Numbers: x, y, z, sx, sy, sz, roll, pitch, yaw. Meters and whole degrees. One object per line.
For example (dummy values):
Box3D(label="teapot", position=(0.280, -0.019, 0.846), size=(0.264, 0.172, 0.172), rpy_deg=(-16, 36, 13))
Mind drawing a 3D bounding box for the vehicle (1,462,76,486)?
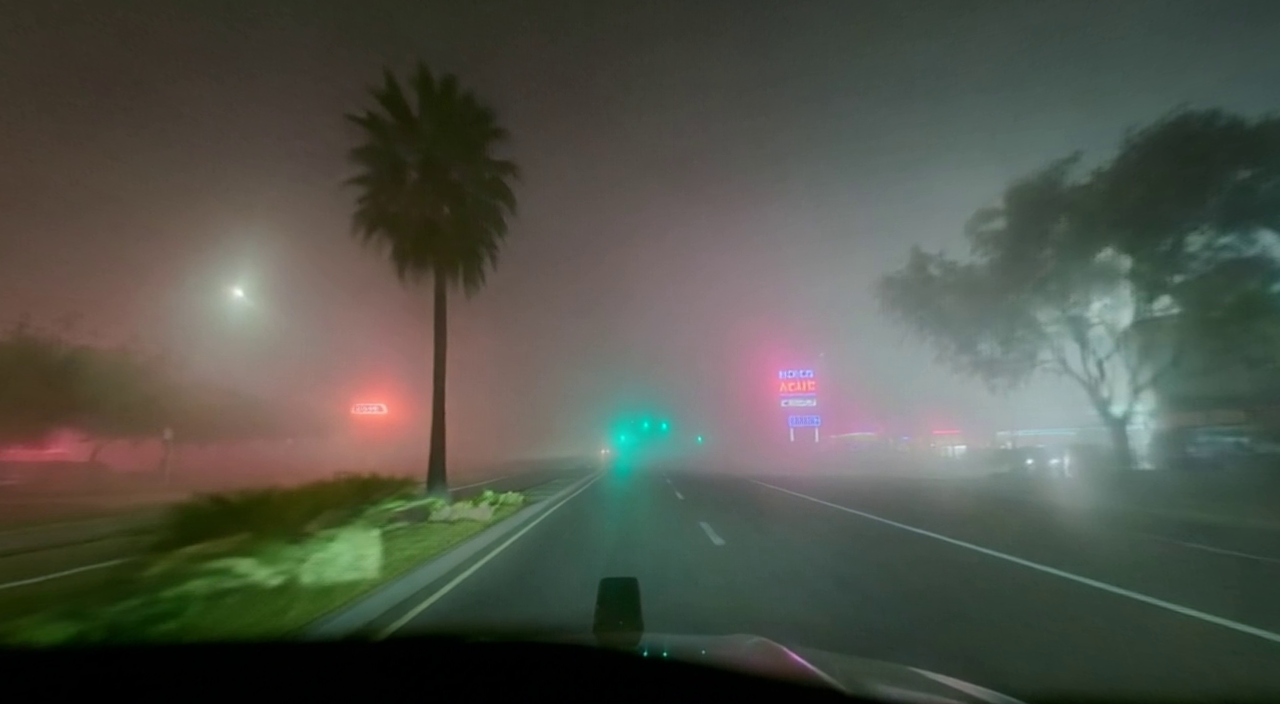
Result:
Box3D(label="vehicle", position=(-42.176, 8.511, 44.294), size=(4.558, 1.473, 2.088), rpy_deg=(-4, -9, 24))

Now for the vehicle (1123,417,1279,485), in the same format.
Box3D(label="vehicle", position=(21.307, 3.436, 22.064), size=(6.489, 2.179, 2.882), rpy_deg=(0, -9, -1))

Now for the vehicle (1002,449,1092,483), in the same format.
Box3D(label="vehicle", position=(22.444, 6.279, 35.075), size=(1.996, 1.683, 4.379), rpy_deg=(0, -8, -1))
